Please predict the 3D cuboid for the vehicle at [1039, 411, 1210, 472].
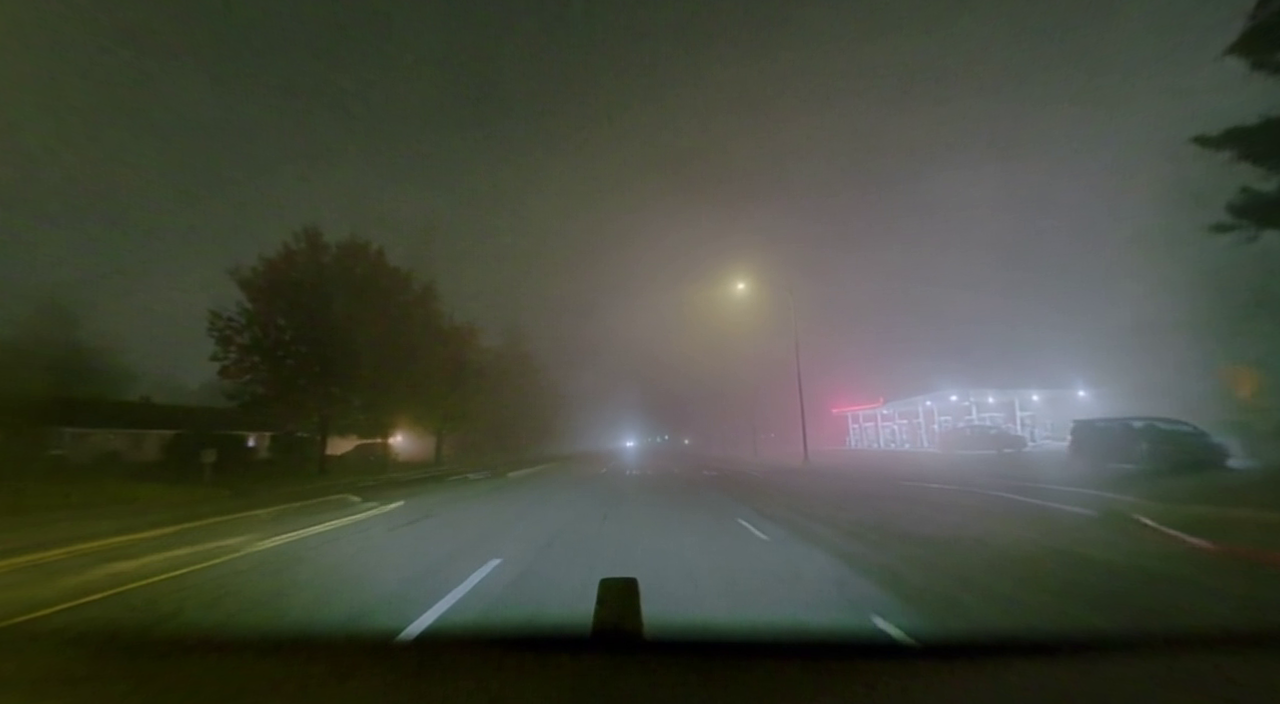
[{"bbox_3d":[17.366,3.231,23.093,2.314,1.921,5.069,-1,-7,2],"label":"vehicle"}]
